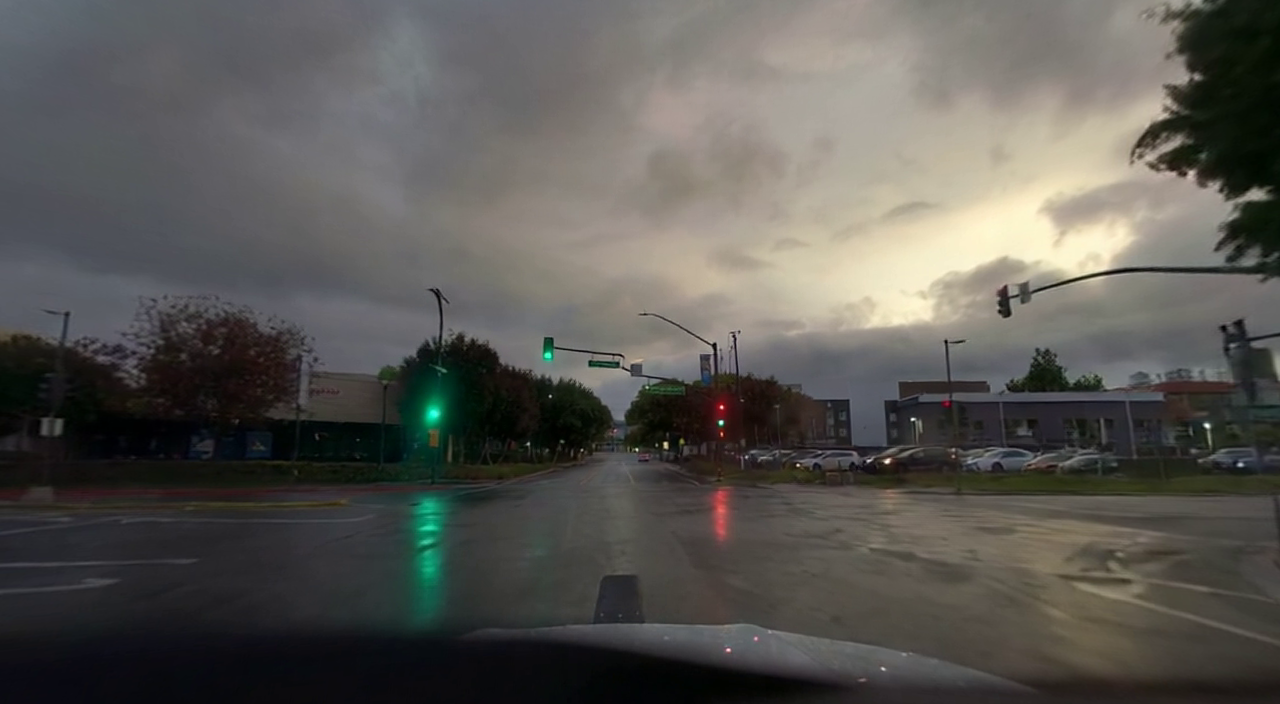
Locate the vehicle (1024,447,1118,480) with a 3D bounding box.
[{"bbox_3d":[19.936,5.125,29.170,1.851,1.388,3.475,0,-8,0],"label":"vehicle"}]

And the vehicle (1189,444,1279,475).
[{"bbox_3d":[27.945,5.008,29.277,1.591,1.332,3.202,-1,-10,0],"label":"vehicle"}]

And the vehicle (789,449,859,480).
[{"bbox_3d":[9.959,5.993,33.720,1.955,1.508,4.295,-7,-11,40],"label":"vehicle"}]

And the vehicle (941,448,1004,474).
[{"bbox_3d":[20.502,6.713,38.807,1.923,1.463,3.758,0,-7,2],"label":"vehicle"}]

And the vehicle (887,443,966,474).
[{"bbox_3d":[15.711,5.795,34.300,4.522,1.546,1.941,7,-11,-37],"label":"vehicle"}]
